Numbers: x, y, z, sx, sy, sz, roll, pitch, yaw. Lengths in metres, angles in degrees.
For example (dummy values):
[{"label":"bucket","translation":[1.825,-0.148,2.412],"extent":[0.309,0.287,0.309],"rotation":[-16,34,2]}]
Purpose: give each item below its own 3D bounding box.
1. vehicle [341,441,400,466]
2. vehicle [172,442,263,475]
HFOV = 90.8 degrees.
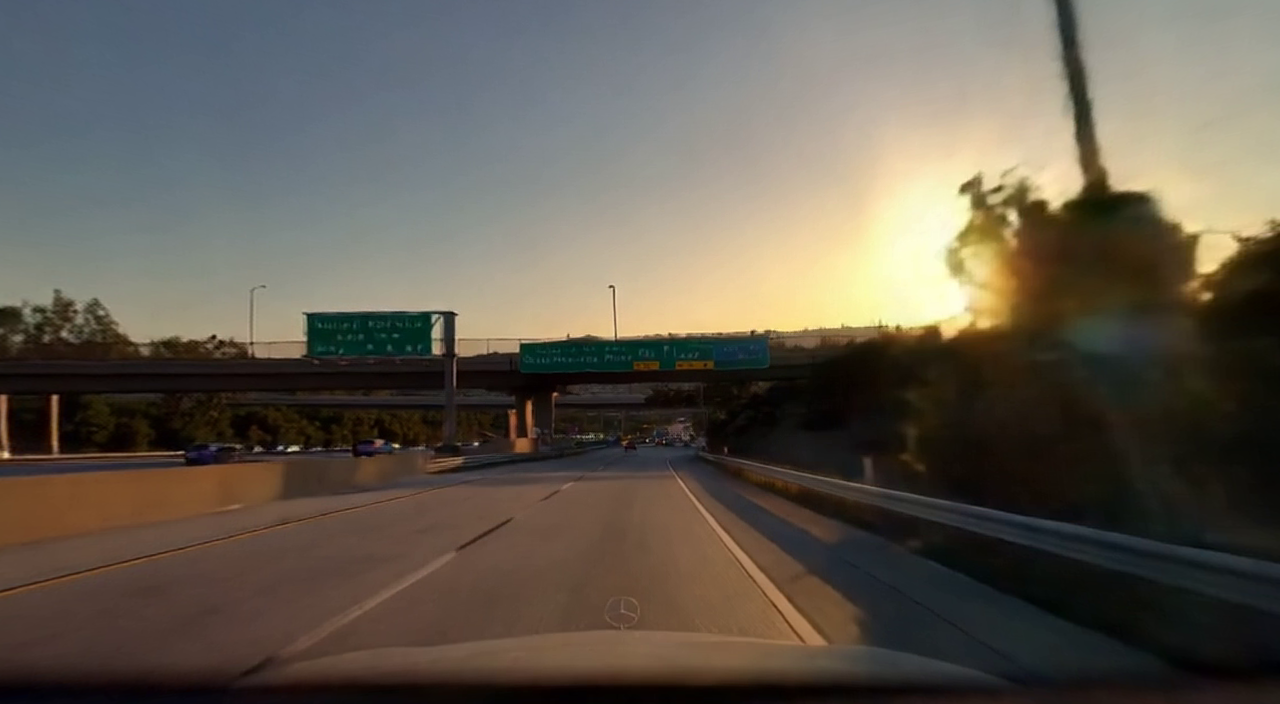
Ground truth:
[{"label":"vehicle","translation":[-17.375,6.557,40.934],"extent":[2.271,1.537,4.029],"rotation":[0,-8,-4]},{"label":"vehicle","translation":[-21.162,5.303,31.876],"extent":[1.829,1.520,4.505],"rotation":[0,-8,-6]}]
